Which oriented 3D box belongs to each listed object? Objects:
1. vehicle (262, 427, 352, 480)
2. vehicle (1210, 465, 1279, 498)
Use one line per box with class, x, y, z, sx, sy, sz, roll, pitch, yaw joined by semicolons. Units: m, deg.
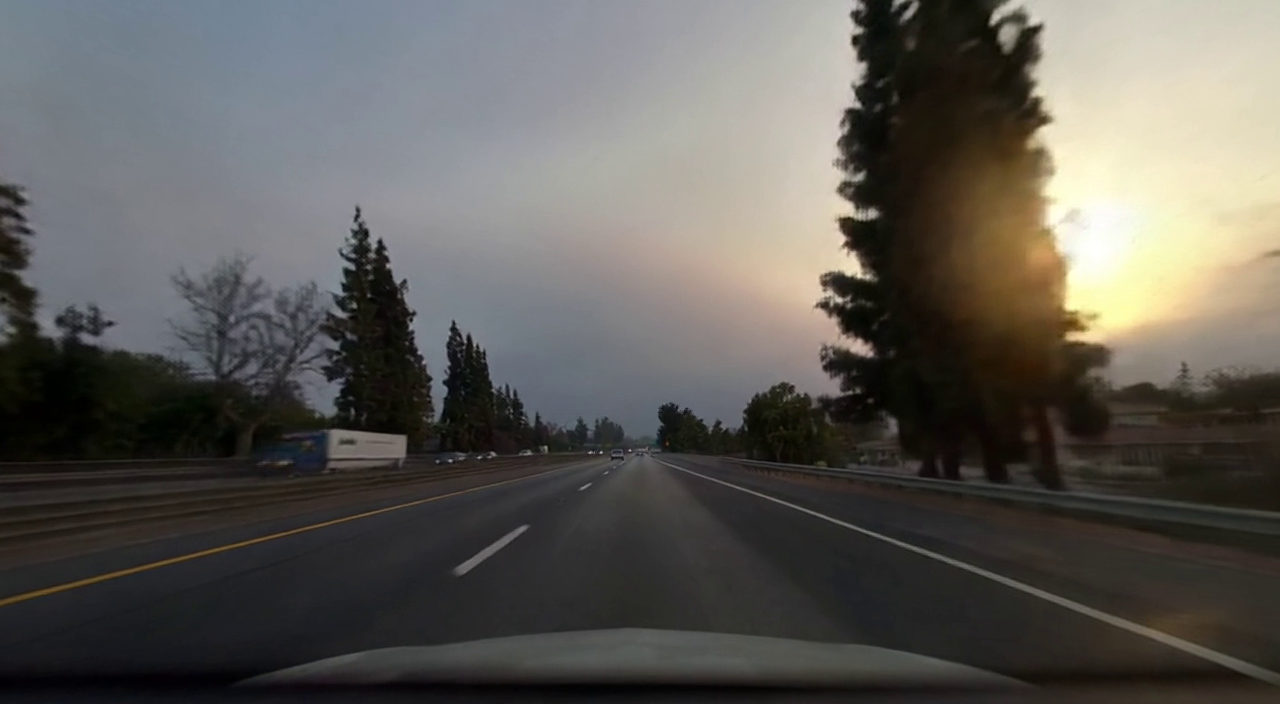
vehicle;-24.839;7.609;47.434;3.058;3.666;6.589;0;-9;0
vehicle;38.947;8.015;39.220;4.941;1.920;2.002;1;-9;-4
